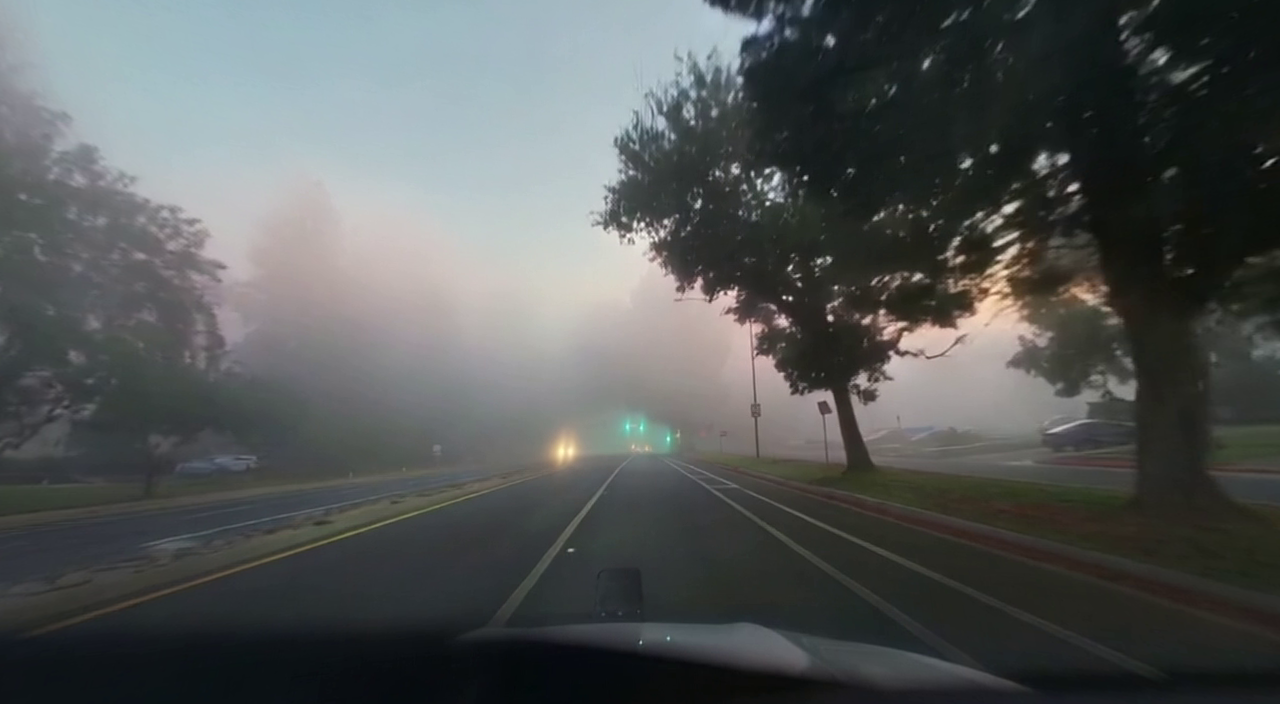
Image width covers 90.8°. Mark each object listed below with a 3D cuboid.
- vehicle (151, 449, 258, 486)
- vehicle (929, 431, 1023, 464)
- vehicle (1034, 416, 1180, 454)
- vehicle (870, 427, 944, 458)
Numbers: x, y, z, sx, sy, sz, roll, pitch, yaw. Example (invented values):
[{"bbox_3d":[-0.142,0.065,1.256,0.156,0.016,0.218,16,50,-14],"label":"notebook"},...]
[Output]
[{"bbox_3d":[-24.666,6.543,35.878,4.715,1.451,1.863,-5,-3,-3],"label":"vehicle"},{"bbox_3d":[16.015,4.593,30.443,1.849,1.415,4.801,0,-9,0],"label":"vehicle"},{"bbox_3d":[22.489,4.024,30.614,5.268,1.720,2.149,-1,-9,1],"label":"vehicle"},{"bbox_3d":[15.655,5.380,37.399,2.106,1.670,5.008,0,-9,-1],"label":"vehicle"}]
